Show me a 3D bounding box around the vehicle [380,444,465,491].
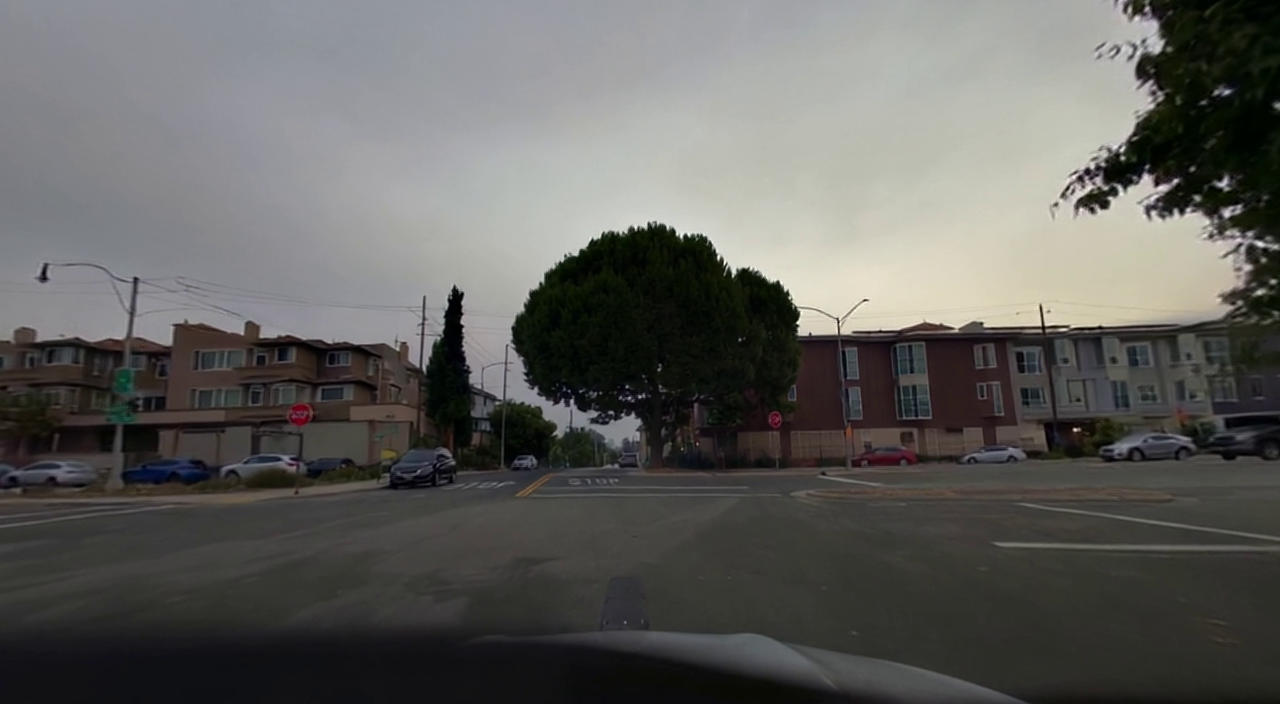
[{"bbox_3d":[-8.874,4.693,26.212,2.156,1.620,4.945,0,-7,-5],"label":"vehicle"}]

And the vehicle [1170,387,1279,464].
[{"bbox_3d":[32.959,3.726,31.472,10.986,3.604,2.707,1,-10,-6],"label":"vehicle"}]

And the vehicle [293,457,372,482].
[{"bbox_3d":[-20.521,7.841,42.196,4.277,1.527,1.987,0,-8,-3],"label":"vehicle"}]

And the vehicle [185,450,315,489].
[{"bbox_3d":[-17.984,5.397,29.281,2.010,1.583,4.582,-6,-10,34],"label":"vehicle"}]

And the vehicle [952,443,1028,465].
[{"bbox_3d":[25.087,7.285,45.195,4.323,1.507,1.896,0,-8,-4],"label":"vehicle"}]

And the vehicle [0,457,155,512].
[{"bbox_3d":[-16.739,3.762,18.114,4.233,1.432,1.755,-1,-9,5],"label":"vehicle"}]

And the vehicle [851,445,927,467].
[{"bbox_3d":[17.625,7.369,44.677,4.528,1.458,1.939,1,-7,-5],"label":"vehicle"}]

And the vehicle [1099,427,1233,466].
[{"bbox_3d":[28.679,5.121,34.482,5.277,2.032,2.408,1,-7,-4],"label":"vehicle"}]
